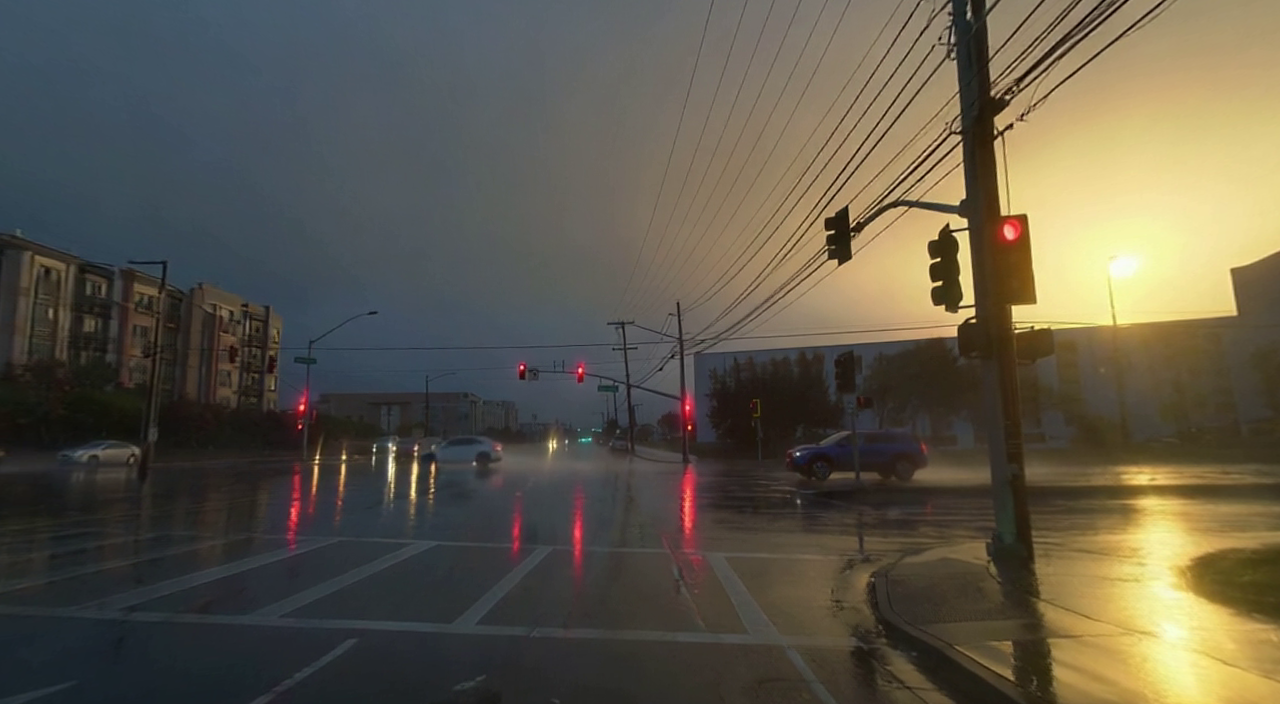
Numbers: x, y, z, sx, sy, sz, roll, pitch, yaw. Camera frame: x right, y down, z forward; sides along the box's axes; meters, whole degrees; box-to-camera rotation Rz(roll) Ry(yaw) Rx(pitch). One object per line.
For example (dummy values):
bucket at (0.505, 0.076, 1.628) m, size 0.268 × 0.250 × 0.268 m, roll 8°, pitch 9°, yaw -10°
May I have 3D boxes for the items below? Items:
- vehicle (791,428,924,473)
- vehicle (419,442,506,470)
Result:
vehicle at (8.719, 4.025, 25.718) m, size 4.884 × 1.714 × 2.021 m, roll -2°, pitch -9°, yaw 12°
vehicle at (-10.459, 6.138, 37.161) m, size 4.529 × 1.566 × 1.842 m, roll -1°, pitch -9°, yaw 11°
